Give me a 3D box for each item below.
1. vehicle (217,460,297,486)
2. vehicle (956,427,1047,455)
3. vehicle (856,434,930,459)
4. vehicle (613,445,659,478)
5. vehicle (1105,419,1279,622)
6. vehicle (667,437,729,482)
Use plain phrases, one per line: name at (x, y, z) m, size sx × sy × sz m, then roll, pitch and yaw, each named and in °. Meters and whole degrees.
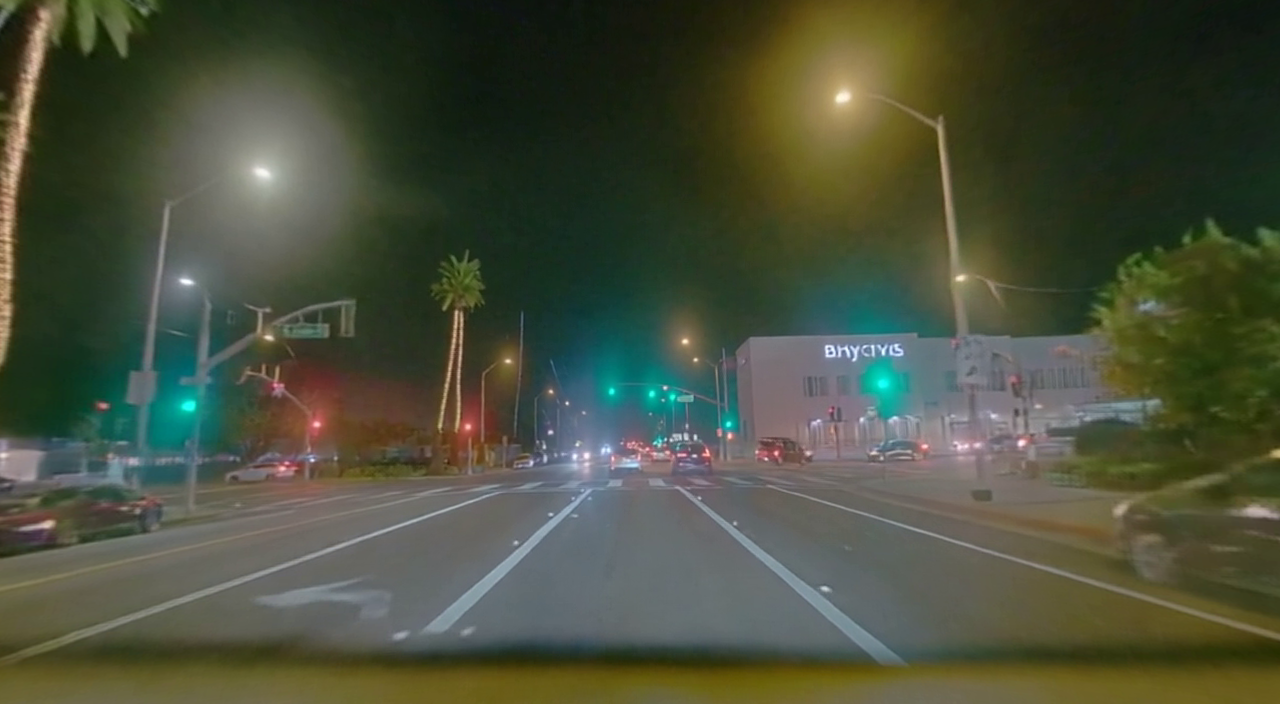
vehicle at (-28.528, 9.010, 47.184) m, size 4.570 × 1.741 × 2.107 m, roll 0°, pitch -8°, yaw -1°
vehicle at (25.764, 6.378, 45.160) m, size 5.130 × 1.875 × 2.118 m, roll 0°, pitch -8°, yaw -2°
vehicle at (17.801, 6.651, 44.560) m, size 4.277 × 1.665 × 2.006 m, roll 0°, pitch -8°, yaw -2°
vehicle at (-0.236, 5.200, 30.283) m, size 2.088 × 1.452 × 3.993 m, roll 0°, pitch -8°, yaw -2°
vehicle at (6.302, 1.330, 4.874) m, size 2.157 × 1.640 × 4.228 m, roll 0°, pitch -8°, yaw 0°
vehicle at (2.294, 4.404, 26.199) m, size 2.003 × 1.702 × 4.288 m, roll 0°, pitch -8°, yaw -3°
